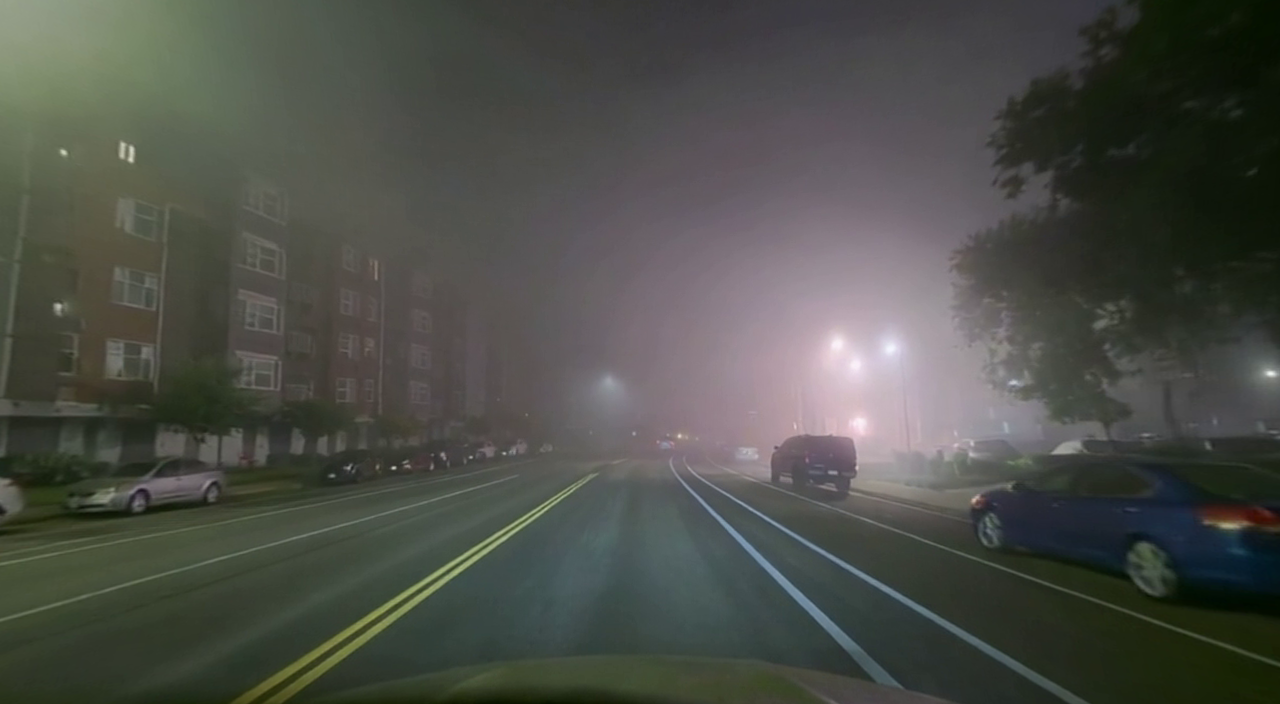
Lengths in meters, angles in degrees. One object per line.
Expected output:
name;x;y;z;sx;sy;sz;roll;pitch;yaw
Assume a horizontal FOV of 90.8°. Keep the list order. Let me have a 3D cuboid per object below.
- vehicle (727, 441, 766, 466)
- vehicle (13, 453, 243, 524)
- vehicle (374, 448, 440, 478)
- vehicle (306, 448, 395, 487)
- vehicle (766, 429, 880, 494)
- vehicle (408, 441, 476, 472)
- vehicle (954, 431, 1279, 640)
vehicle;6.703;6.429;40.233;1.947;1.487;4.549;0;-8;3
vehicle;-12.601;3.337;16.074;1.889;1.461;4.608;0;-8;2
vehicle;-12.320;5.853;33.676;1.723;1.418;4.359;0;-8;2
vehicle;-12.257;4.884;27.012;1.926;1.499;3.869;0;-8;0
vehicle;5.646;3.455;20.421;2.102;1.781;5.470;0;-8;1
vehicle;-12.429;6.570;40.171;2.290;1.799;5.801;0;-8;2
vehicle;5.445;1.611;6.669;2.085;1.466;4.276;0;-8;1
